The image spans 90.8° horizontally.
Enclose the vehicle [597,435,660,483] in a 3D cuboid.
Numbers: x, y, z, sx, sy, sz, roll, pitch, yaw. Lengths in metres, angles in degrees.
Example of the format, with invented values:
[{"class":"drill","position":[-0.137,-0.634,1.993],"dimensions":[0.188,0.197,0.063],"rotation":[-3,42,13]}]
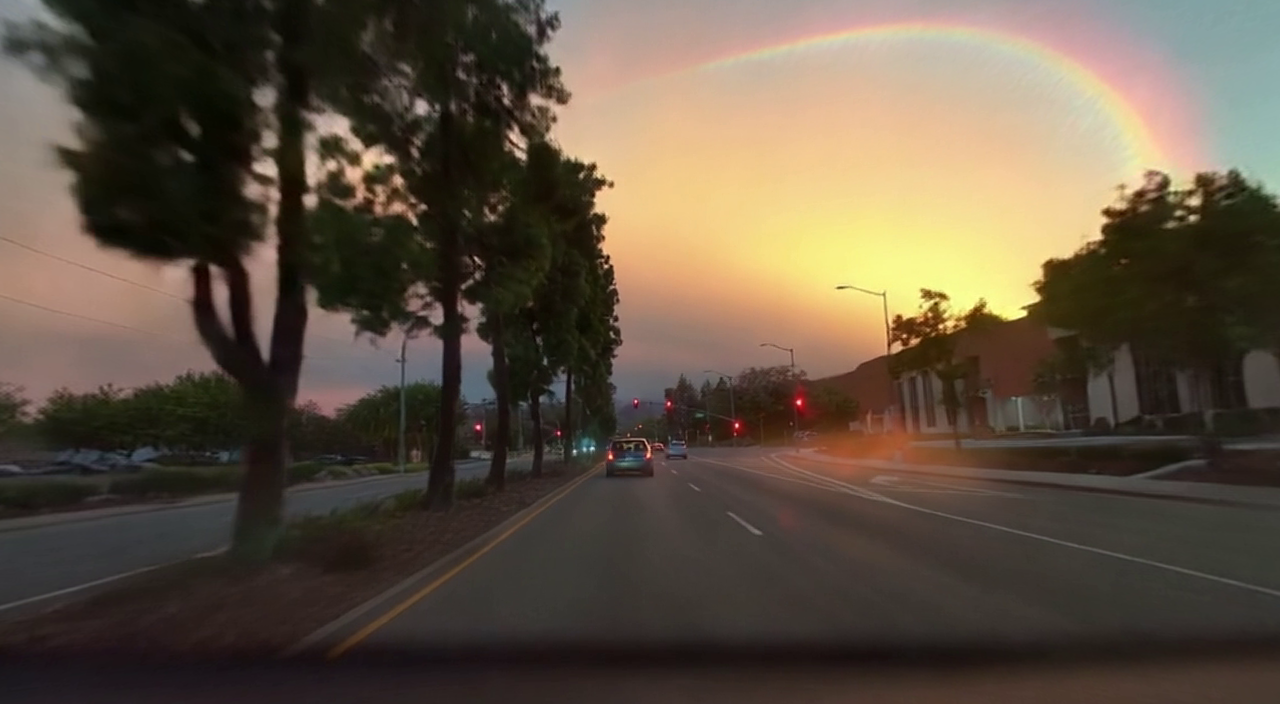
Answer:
[{"class":"vehicle","position":[-0.411,4.013,23.948],"dimensions":[2.181,1.639,4.127],"rotation":[0,-8,0]}]
